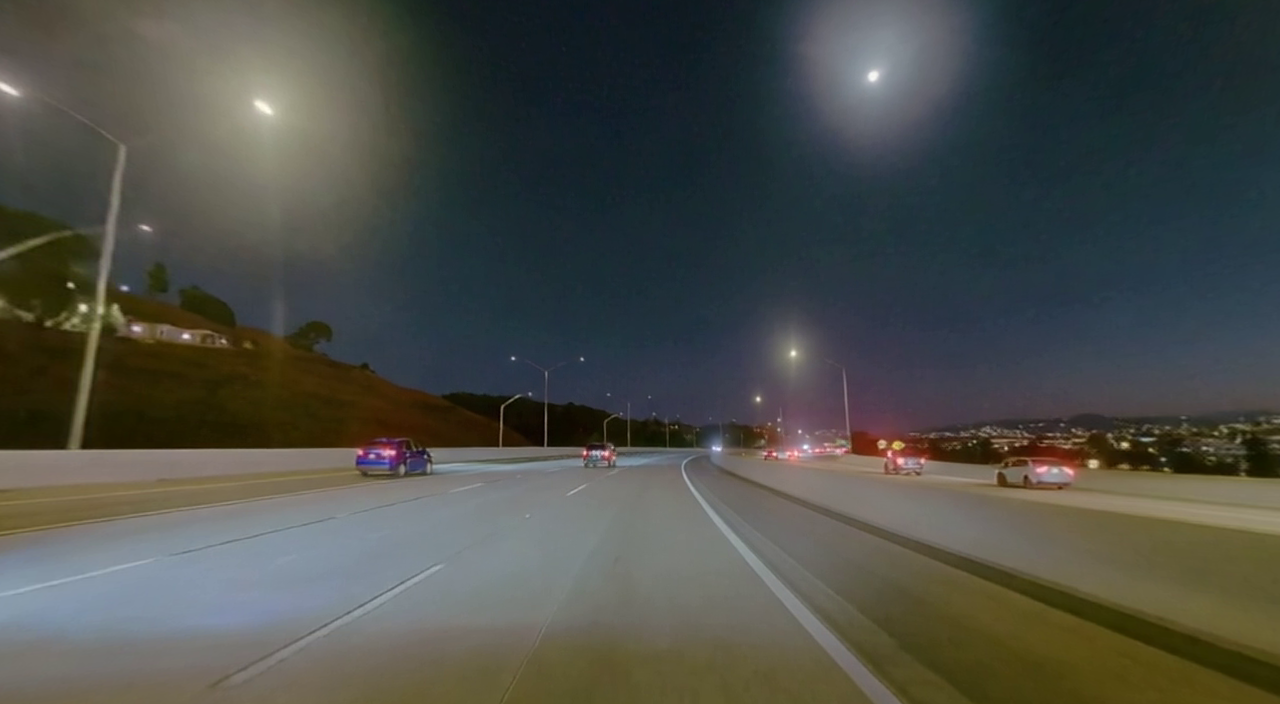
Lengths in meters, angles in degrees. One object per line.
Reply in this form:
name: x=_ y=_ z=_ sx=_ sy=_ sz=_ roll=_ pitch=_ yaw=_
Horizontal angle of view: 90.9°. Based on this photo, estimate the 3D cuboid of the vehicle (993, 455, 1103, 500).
vehicle: x=16.454 y=5.034 z=25.742 sx=1.786 sy=1.559 sz=4.496 roll=-1 pitch=-8 yaw=6

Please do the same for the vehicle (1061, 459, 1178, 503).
vehicle: x=21.032 y=5.638 z=27.937 sx=2.010 sy=1.620 sz=4.347 roll=-1 pitch=-8 yaw=5

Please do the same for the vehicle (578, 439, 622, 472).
vehicle: x=-2.248 y=5.999 z=36.708 sx=2.028 sy=1.782 sz=4.150 roll=-1 pitch=-8 yaw=4

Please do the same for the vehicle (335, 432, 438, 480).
vehicle: x=-10.081 y=4.181 z=25.537 sx=2.039 sy=1.746 sz=4.528 roll=-1 pitch=-8 yaw=4
